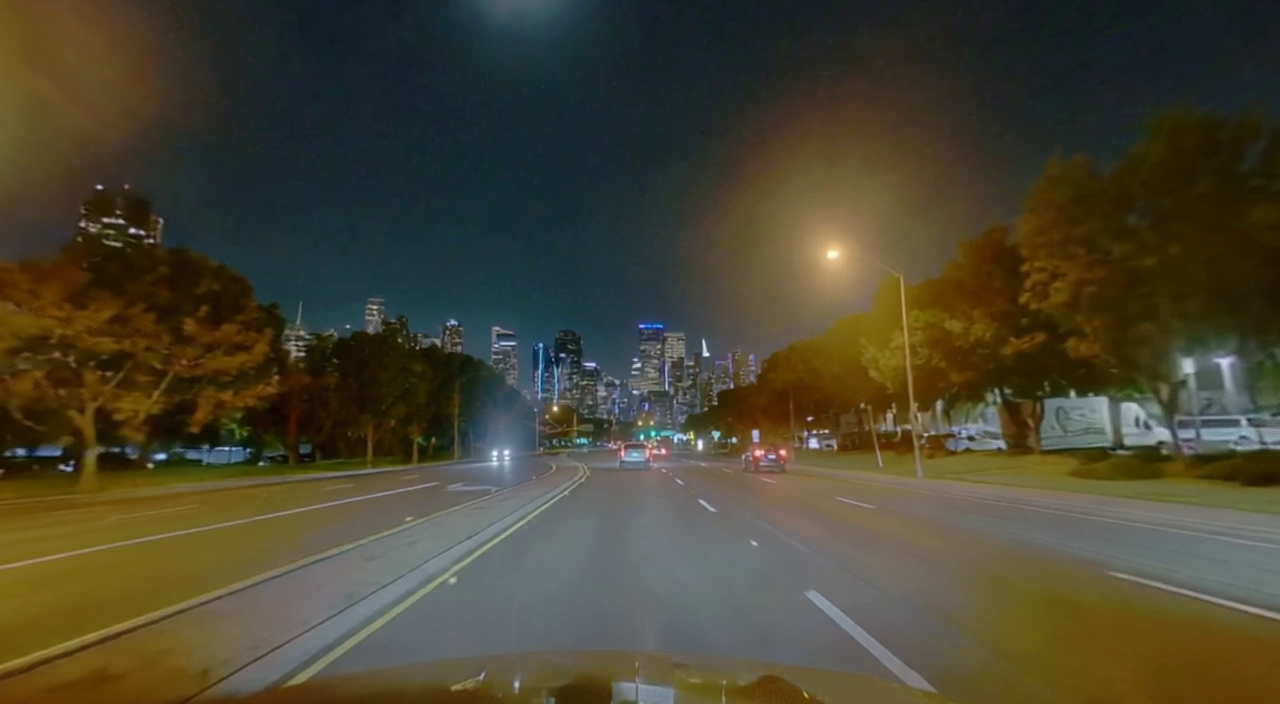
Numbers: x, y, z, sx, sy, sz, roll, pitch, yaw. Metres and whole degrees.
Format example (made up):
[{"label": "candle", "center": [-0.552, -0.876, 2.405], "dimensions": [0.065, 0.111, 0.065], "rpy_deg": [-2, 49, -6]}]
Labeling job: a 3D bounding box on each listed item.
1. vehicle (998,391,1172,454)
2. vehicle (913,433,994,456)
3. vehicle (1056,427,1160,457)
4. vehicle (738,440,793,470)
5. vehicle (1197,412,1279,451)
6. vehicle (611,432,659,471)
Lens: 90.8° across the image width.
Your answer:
[{"label": "vehicle", "center": [23.936, 3.847, 34.290], "dimensions": [7.258, 3.283, 2.680], "rpy_deg": [0, -8, 0]}, {"label": "vehicle", "center": [20.837, 6.163, 42.098], "dimensions": [4.249, 1.420, 2.039], "rpy_deg": [0, -8, -1]}, {"label": "vehicle", "center": [23.325, 4.508, 31.576], "dimensions": [3.651, 1.409, 1.857], "rpy_deg": [0, -8, 1]}, {"label": "vehicle", "center": [6.858, 5.673, 35.032], "dimensions": [2.029, 1.548, 4.422], "rpy_deg": [0, -8, -2]}, {"label": "vehicle", "center": [36.596, 4.814, 37.902], "dimensions": [2.004, 2.133, 4.736], "rpy_deg": [0, -8, 2]}, {"label": "vehicle", "center": [-0.275, 4.931, 31.437], "dimensions": [2.227, 1.794, 4.457], "rpy_deg": [0, -8, -1]}]
